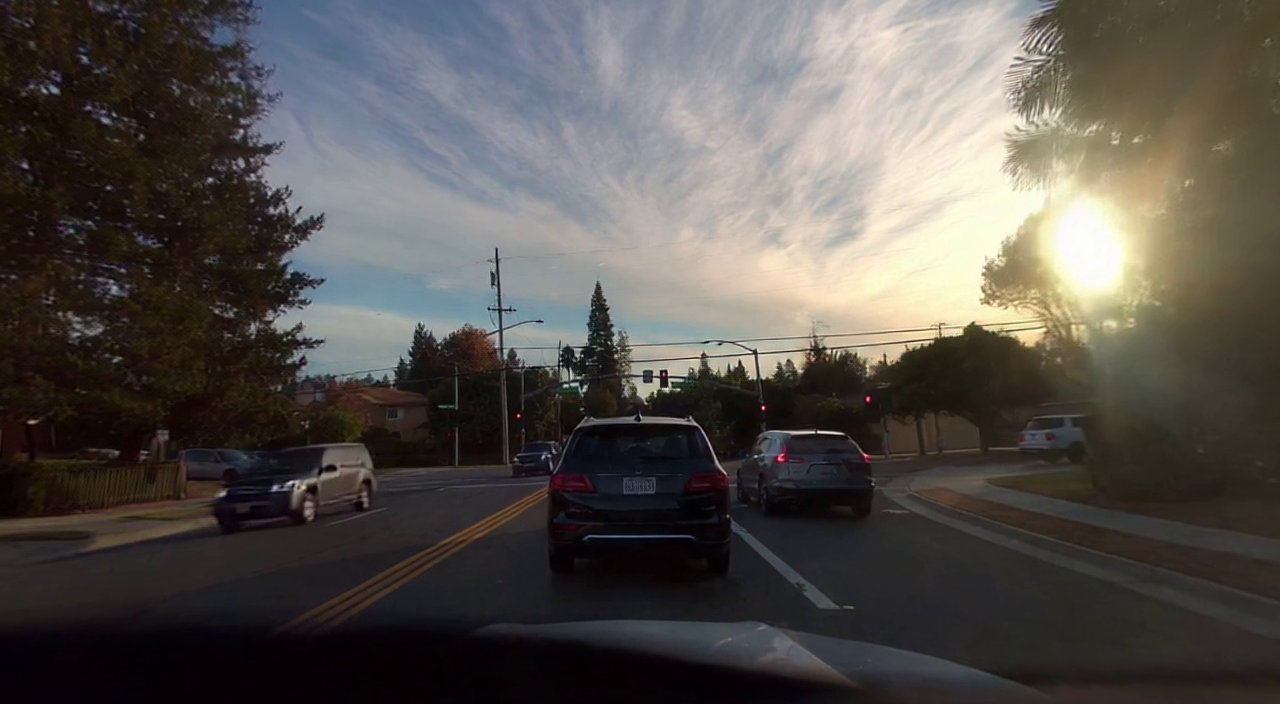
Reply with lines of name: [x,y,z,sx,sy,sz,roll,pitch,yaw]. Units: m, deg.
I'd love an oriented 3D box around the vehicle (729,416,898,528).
vehicle: [3.069,2.220,12.205,1.967,1.756,4.281,0,-8,-1]

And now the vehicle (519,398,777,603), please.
vehicle: [0.054,1.541,7.393,2.151,1.695,4.100,0,-8,0]

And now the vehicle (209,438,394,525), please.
vehicle: [-7.400,2.825,14.327,1.985,1.672,3.960,0,-8,0]
